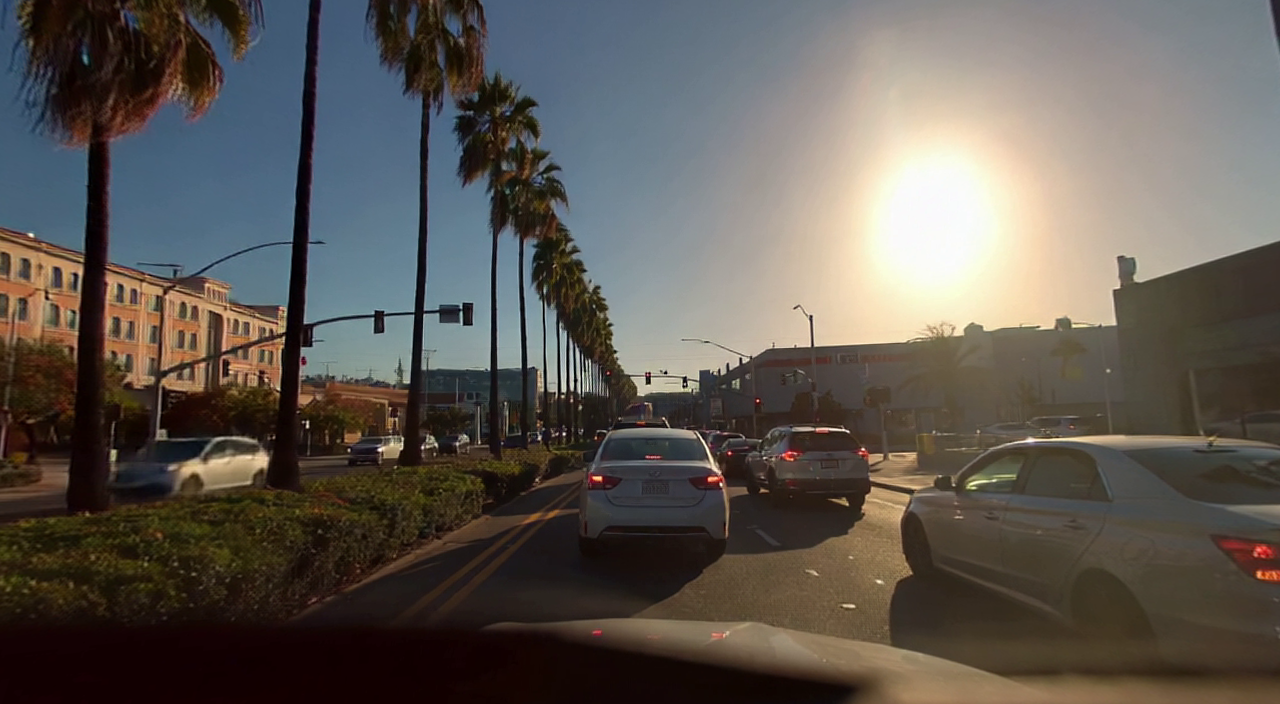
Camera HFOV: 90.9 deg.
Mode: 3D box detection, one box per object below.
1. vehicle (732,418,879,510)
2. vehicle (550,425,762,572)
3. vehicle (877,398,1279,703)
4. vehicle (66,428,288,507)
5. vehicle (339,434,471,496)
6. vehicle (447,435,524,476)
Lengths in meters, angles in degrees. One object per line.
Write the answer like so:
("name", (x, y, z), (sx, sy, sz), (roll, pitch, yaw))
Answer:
("vehicle", (3.495, 2.463, 14.303), (2.169, 1.751, 4.276), (0, -8, 0))
("vehicle", (0.174, 1.786, 8.463), (2.140, 1.474, 4.026), (0, -8, 0))
("vehicle", (3.535, 1.223, 4.477), (1.910, 1.490, 4.661), (0, -8, 0))
("vehicle", (-11.271, 2.833, 15.910), (2.034, 1.680, 4.543), (0, -8, 2))
("vehicle", (-6.256, 3.045, 17.386), (1.900, 1.487, 4.165), (0, -8, 2))
("vehicle", (-6.043, 4.096, 25.215), (1.822, 1.456, 4.396), (-1, -8, 2))
